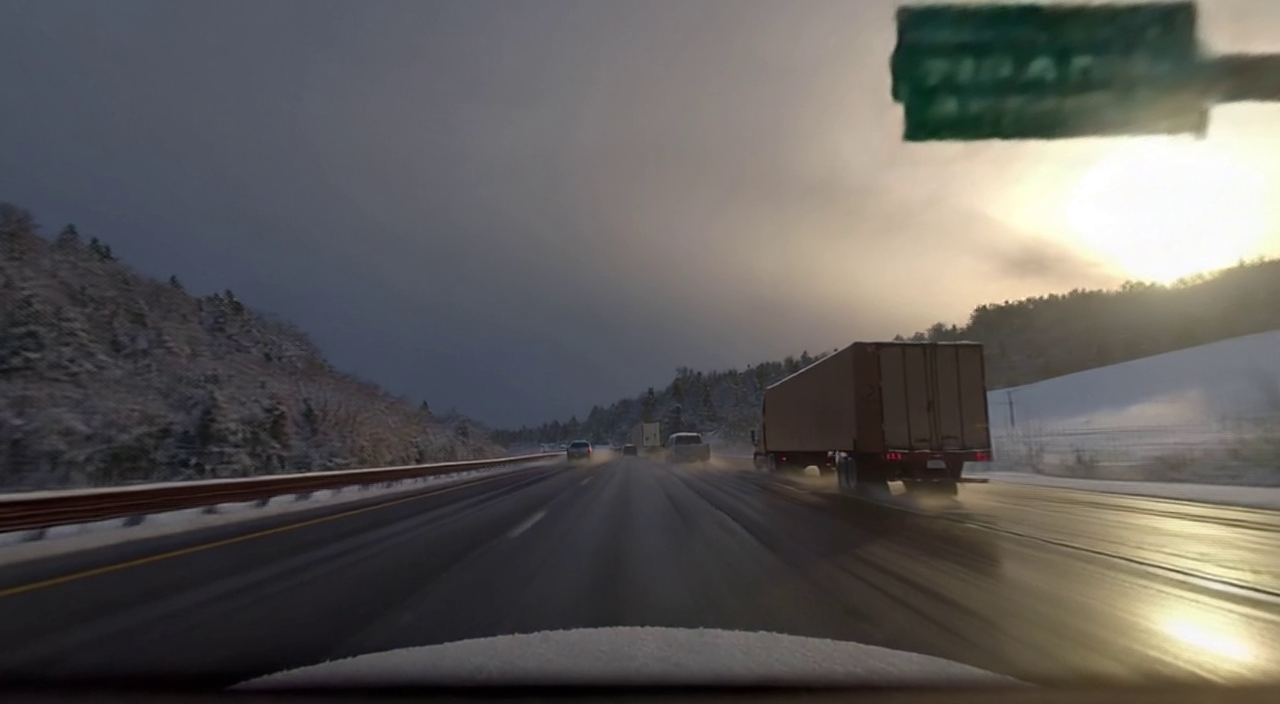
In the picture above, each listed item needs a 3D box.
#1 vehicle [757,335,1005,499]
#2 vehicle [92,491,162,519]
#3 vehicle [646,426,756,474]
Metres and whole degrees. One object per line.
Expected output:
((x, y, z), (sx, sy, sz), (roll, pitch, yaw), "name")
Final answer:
((7.668, 2.842, 24.368), (2.935, 4.187, 16.357), (0, -8, -1), "vehicle")
((-33.133, 9.879, 40.939), (1.532, 1.395, 3.533), (0, -8, 0), "vehicle")
((2.932, 4.855, 31.412), (5.075, 2.277, 2.365), (0, -9, -3), "vehicle")
